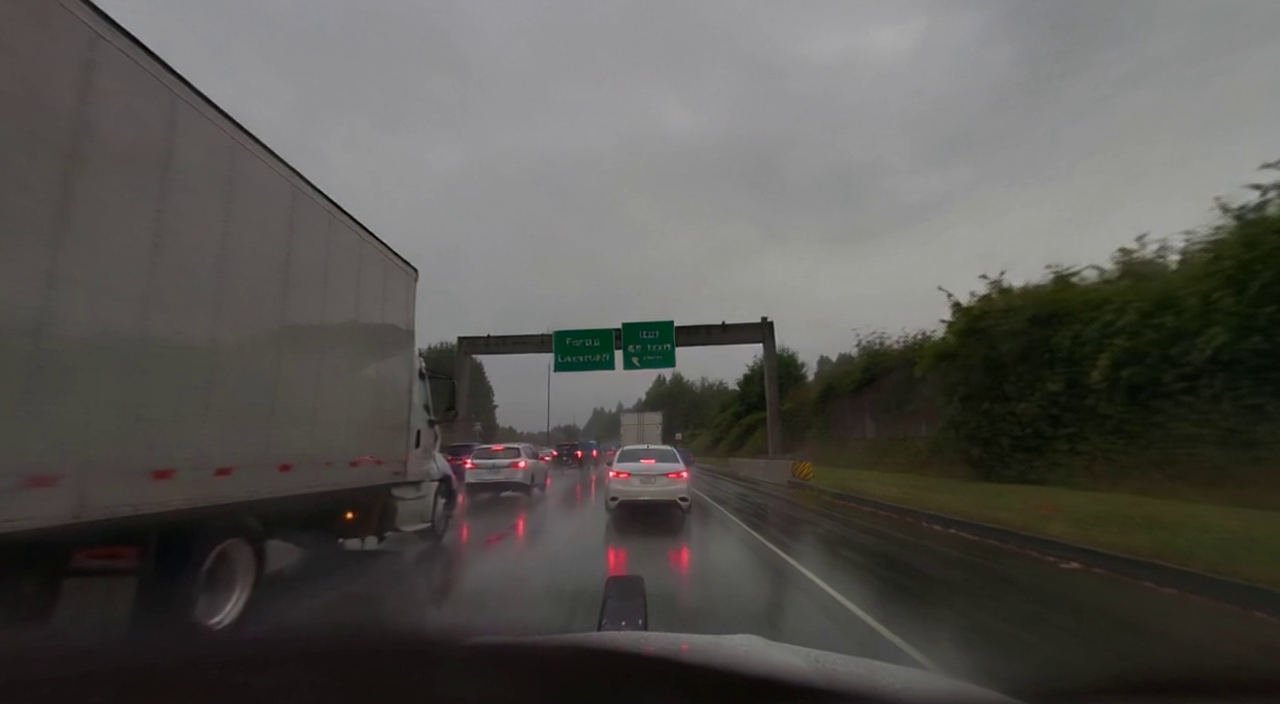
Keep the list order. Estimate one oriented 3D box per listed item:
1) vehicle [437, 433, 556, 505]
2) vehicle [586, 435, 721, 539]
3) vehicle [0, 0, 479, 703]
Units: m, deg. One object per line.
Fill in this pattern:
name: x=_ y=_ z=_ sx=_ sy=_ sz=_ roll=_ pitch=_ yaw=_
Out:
vehicle: x=-3.644 y=3.075 z=16.907 sx=2.165 sy=1.638 sz=4.317 roll=0 pitch=-9 yaw=0
vehicle: x=0.168 y=2.270 z=11.082 sx=1.995 sy=1.495 sz=3.380 roll=0 pitch=-9 yaw=-1
vehicle: x=-3.890 y=0.503 z=5.473 sx=2.832 sy=3.293 sz=7.782 roll=0 pitch=-9 yaw=0
